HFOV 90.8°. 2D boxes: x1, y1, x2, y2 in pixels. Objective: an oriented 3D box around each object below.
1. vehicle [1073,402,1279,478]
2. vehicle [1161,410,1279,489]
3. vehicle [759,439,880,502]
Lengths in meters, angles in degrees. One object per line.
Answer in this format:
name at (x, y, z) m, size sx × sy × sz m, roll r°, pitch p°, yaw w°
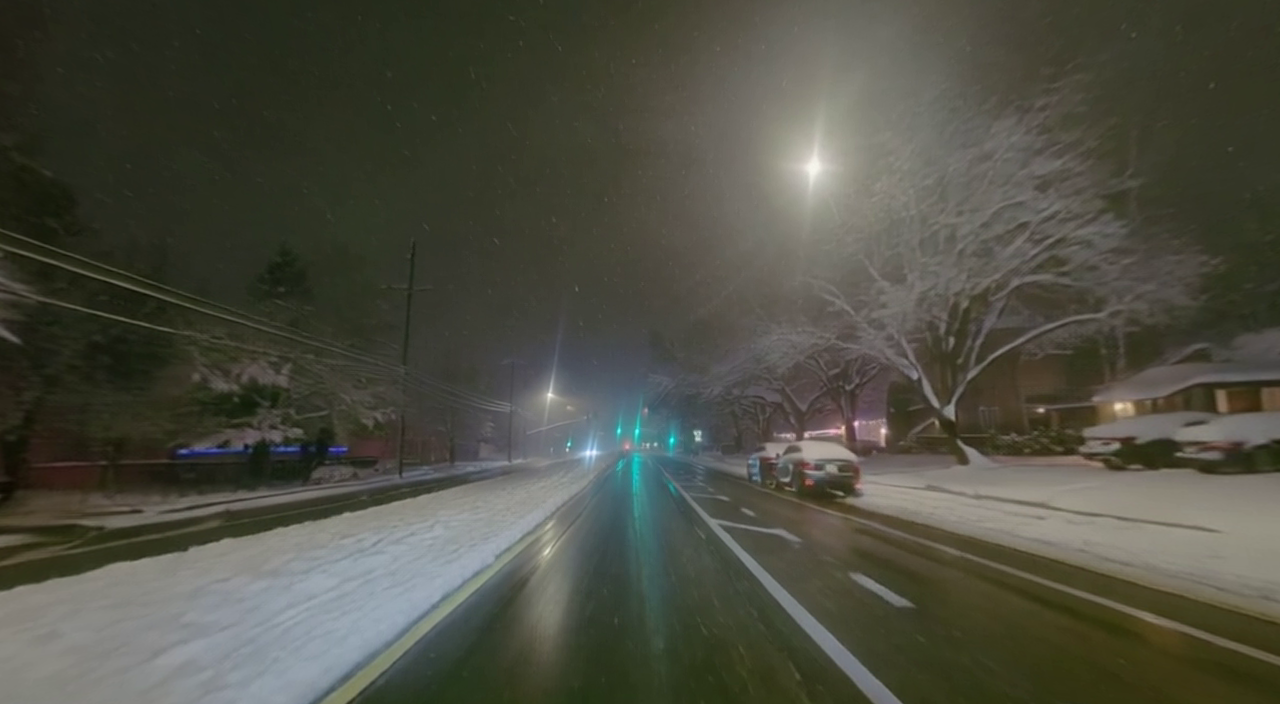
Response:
vehicle at (14.605, 2.416, 17.253) m, size 4.263 × 1.871 × 2.103 m, roll 2°, pitch -9°, yaw -13°
vehicle at (14.657, 2.136, 14.468) m, size 4.268 × 1.508 × 1.861 m, roll -1°, pitch -7°, yaw -14°
vehicle at (4.962, 3.330, 18.254) m, size 1.995 × 1.553 × 4.628 m, roll 0°, pitch -9°, yaw -2°
